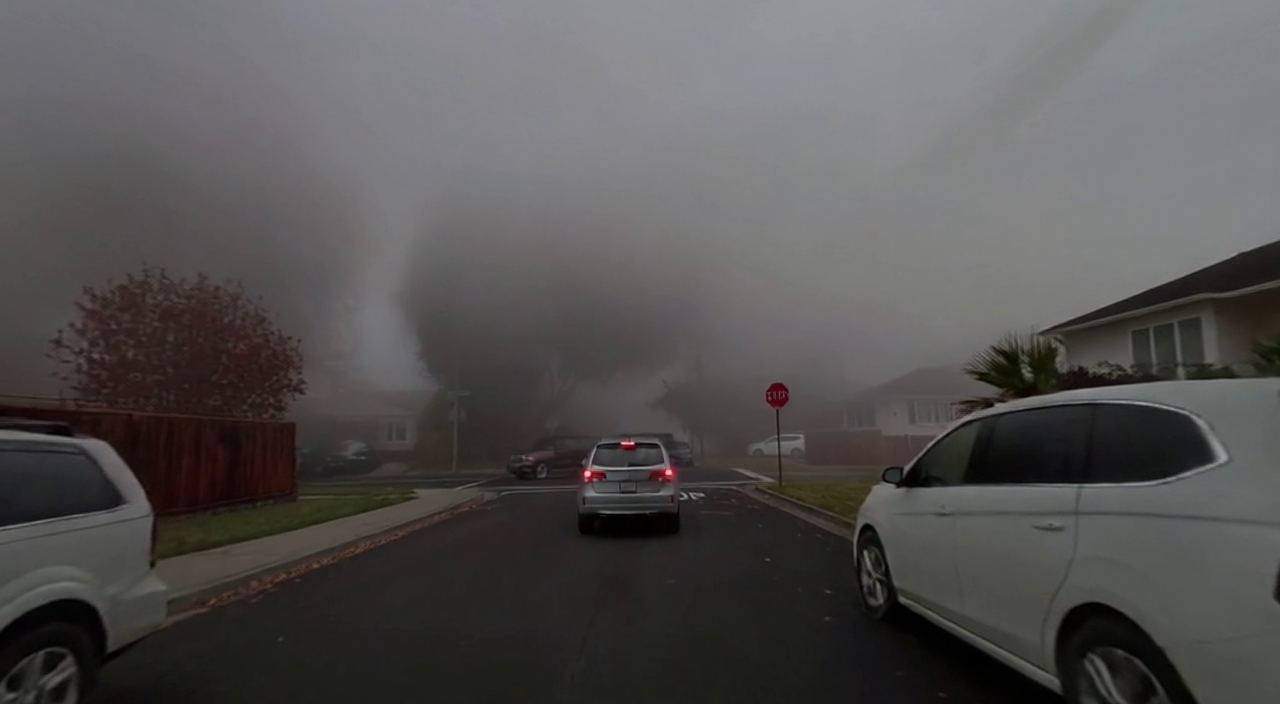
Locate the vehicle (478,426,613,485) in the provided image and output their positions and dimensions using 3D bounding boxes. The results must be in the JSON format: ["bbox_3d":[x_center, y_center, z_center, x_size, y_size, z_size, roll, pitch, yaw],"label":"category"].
[{"bbox_3d":[-4.011,4.148,25.496,2.353,2.057,6.308,7,-11,-41],"label":"vehicle"}]

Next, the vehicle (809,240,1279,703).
[{"bbox_3d":[2.594,0.921,3.210,2.179,1.813,4.815,0,-8,1],"label":"vehicle"}]

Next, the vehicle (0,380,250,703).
[{"bbox_3d":[-3.385,0.850,1.722,1.965,1.657,4.104,0,-8,0],"label":"vehicle"}]

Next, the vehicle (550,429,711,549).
[{"bbox_3d":[-0.119,2.041,10.023,2.010,1.499,4.107,0,-9,0],"label":"vehicle"}]
